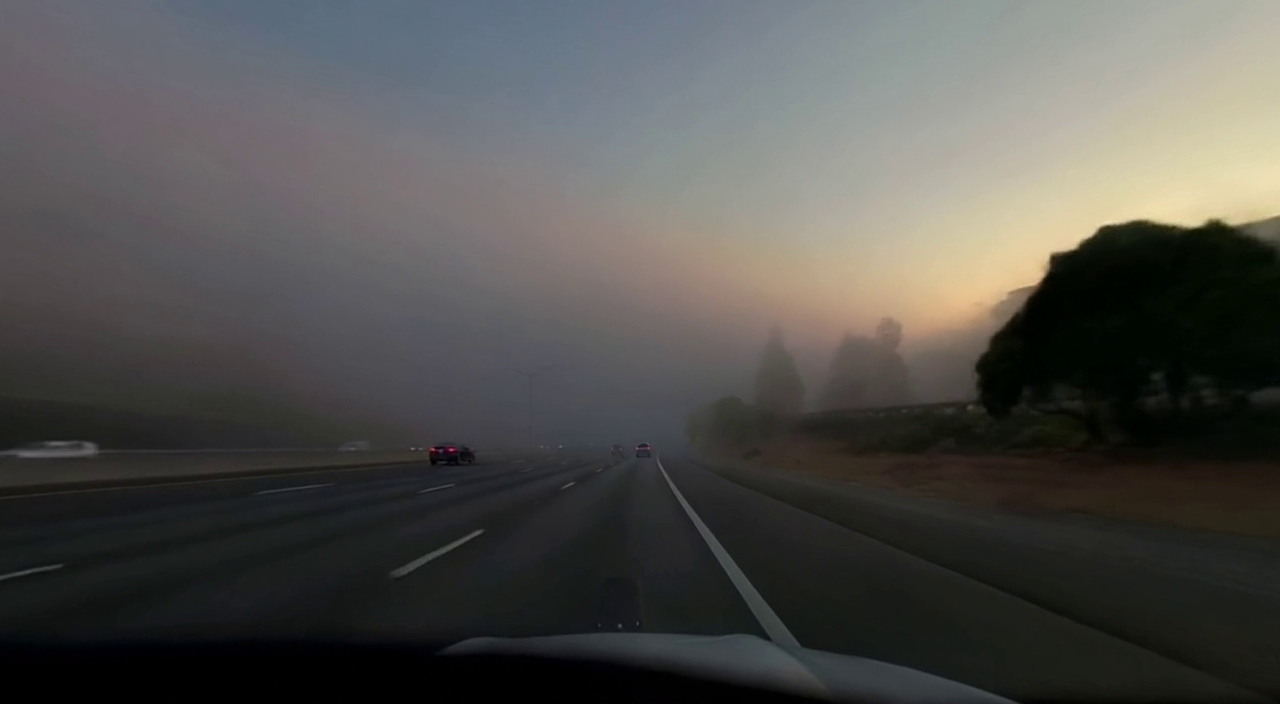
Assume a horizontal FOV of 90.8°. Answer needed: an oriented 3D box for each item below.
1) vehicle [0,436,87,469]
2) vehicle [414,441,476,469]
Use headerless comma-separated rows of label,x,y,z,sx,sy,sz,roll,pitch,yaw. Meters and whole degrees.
vehicle,-30.908,5.064,31.986,1.799,1.549,4.250,0,-8,2
vehicle,-10.669,5.645,34.948,1.914,1.440,4.467,0,-8,1
